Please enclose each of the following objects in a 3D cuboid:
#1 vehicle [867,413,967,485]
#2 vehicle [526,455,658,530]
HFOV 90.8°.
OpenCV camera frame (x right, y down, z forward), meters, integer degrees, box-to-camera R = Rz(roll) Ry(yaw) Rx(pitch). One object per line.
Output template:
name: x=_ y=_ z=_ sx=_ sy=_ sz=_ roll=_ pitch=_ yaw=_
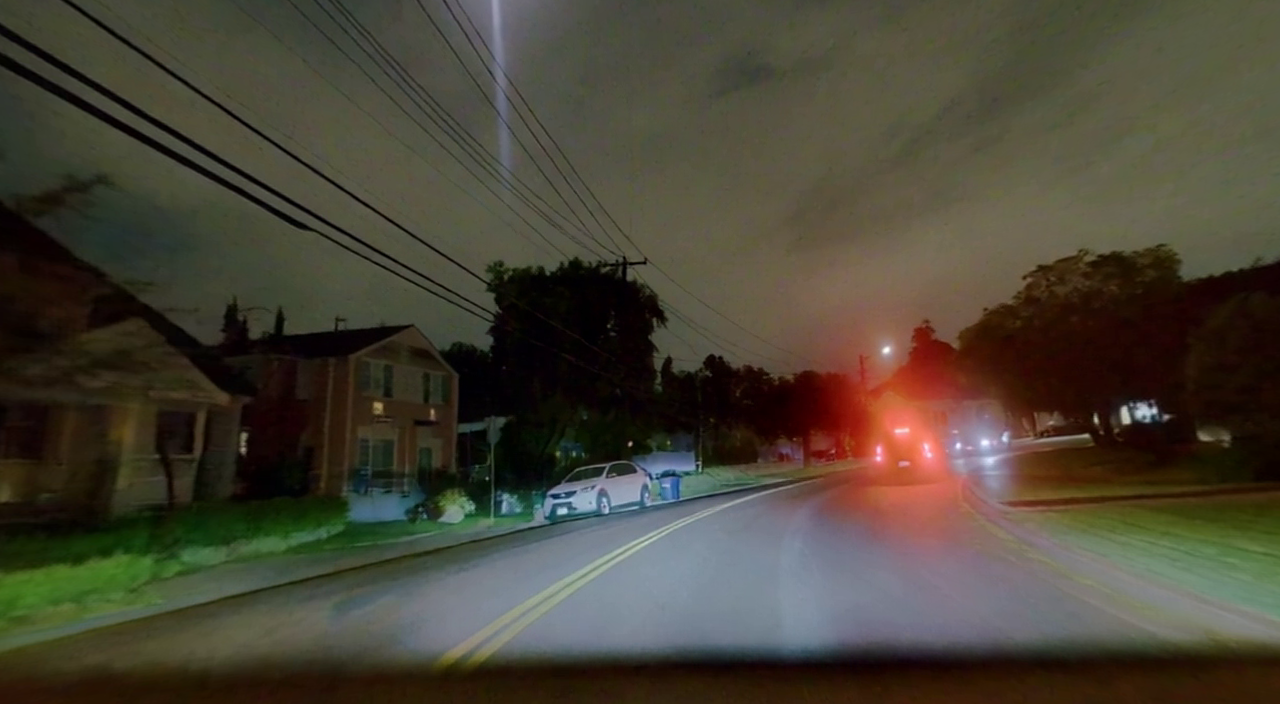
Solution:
vehicle: x=8.881 y=3.065 z=20.026 sx=2.086 sy=1.974 sz=4.890 roll=-6 pitch=-10 yaw=31
vehicle: x=-1.339 y=4.254 z=19.769 sx=2.039 sy=1.949 sz=4.511 roll=-5 pitch=-10 yaw=27
